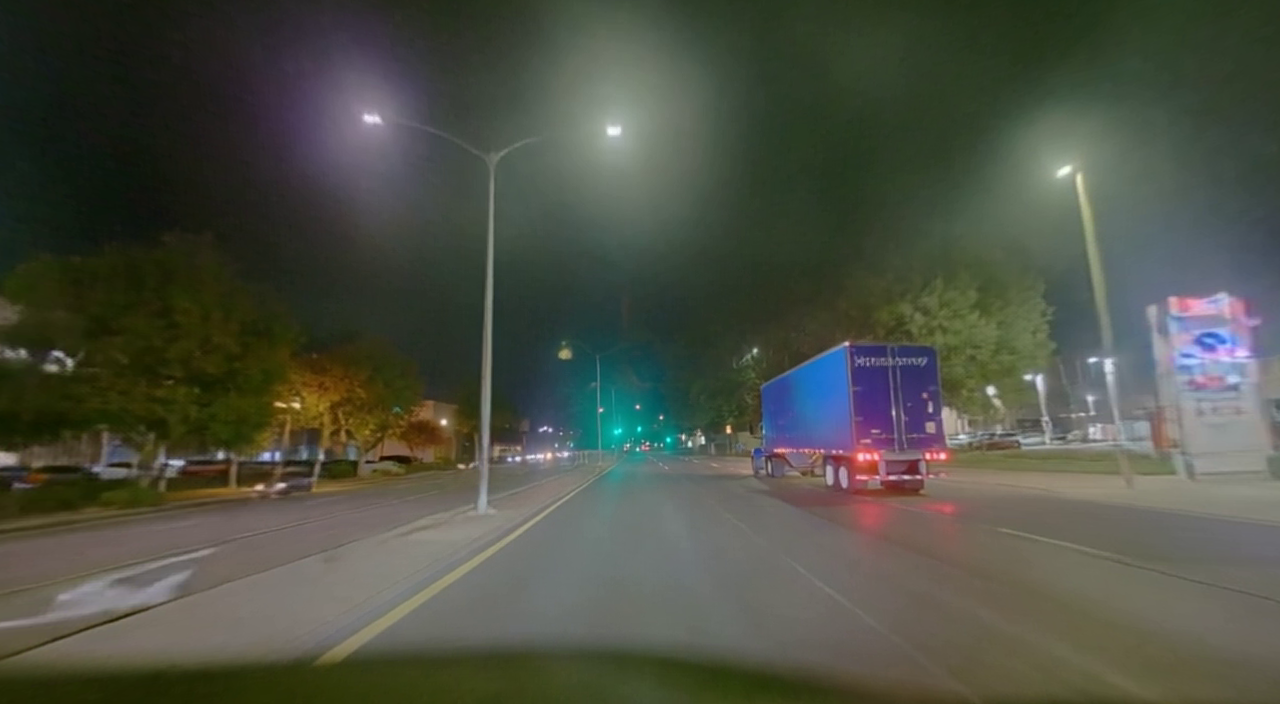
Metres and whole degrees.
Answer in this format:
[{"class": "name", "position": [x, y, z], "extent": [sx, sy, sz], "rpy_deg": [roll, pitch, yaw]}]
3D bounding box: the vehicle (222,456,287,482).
[{"class": "vehicle", "position": [-30.304, 9.251, 49.897], "extent": [1.995, 1.773, 4.984], "rpy_deg": [-5, -10, 0]}]

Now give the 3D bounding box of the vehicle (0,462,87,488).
[{"class": "vehicle", "position": [-40.573, 8.243, 42.631], "extent": [1.968, 1.539, 4.802], "rpy_deg": [-1, -9, 4]}]

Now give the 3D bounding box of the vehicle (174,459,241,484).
[{"class": "vehicle", "position": [-33.888, 9.363, 49.675], "extent": [1.963, 1.756, 4.606], "rpy_deg": [0, -9, 0]}]

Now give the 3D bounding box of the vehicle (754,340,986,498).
[{"class": "vehicle", "position": [6.576, 2.445, 21.032], "extent": [3.120, 3.794, 11.510], "rpy_deg": [0, -9, -1]}]

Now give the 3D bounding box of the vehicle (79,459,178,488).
[{"class": "vehicle", "position": [-33.861, 8.023, 42.061], "extent": [2.008, 1.710, 5.515], "rpy_deg": [0, -9, 0]}]
